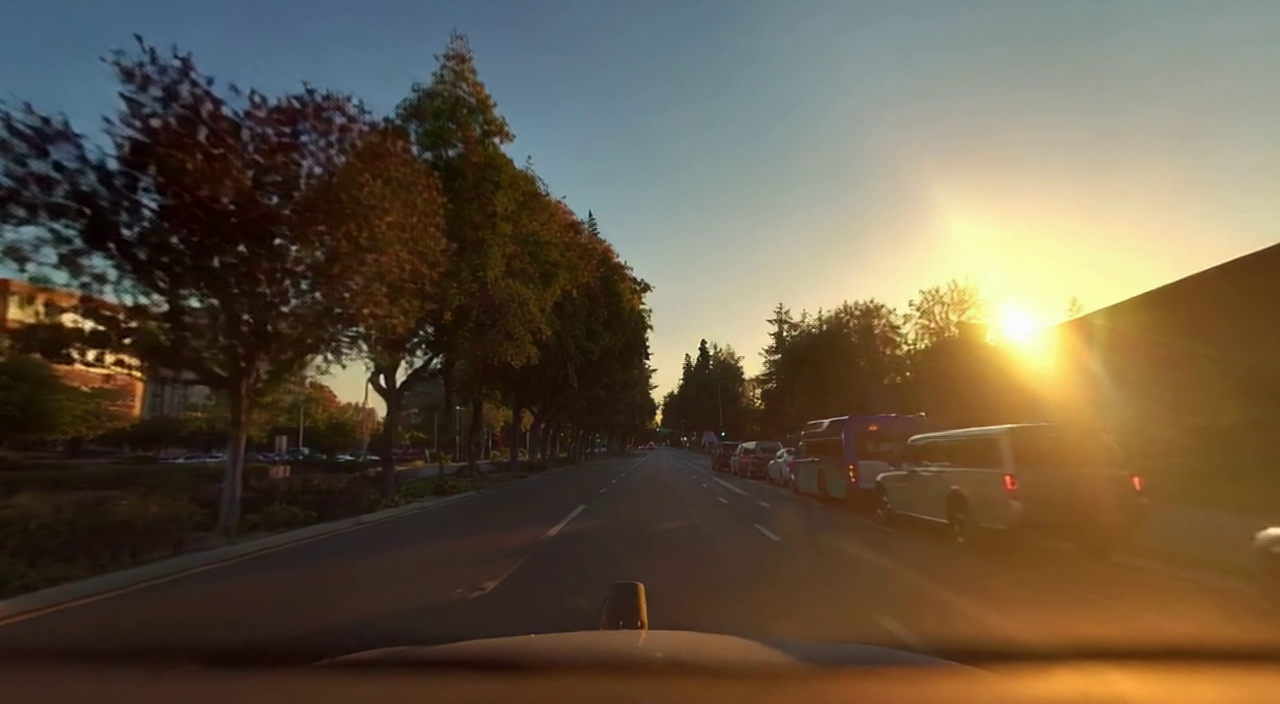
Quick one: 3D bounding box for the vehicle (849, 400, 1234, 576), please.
[{"bbox_3d":[4.816,1.715,8.747,2.304,1.760,4.630,0,-8,1],"label":"vehicle"}]
